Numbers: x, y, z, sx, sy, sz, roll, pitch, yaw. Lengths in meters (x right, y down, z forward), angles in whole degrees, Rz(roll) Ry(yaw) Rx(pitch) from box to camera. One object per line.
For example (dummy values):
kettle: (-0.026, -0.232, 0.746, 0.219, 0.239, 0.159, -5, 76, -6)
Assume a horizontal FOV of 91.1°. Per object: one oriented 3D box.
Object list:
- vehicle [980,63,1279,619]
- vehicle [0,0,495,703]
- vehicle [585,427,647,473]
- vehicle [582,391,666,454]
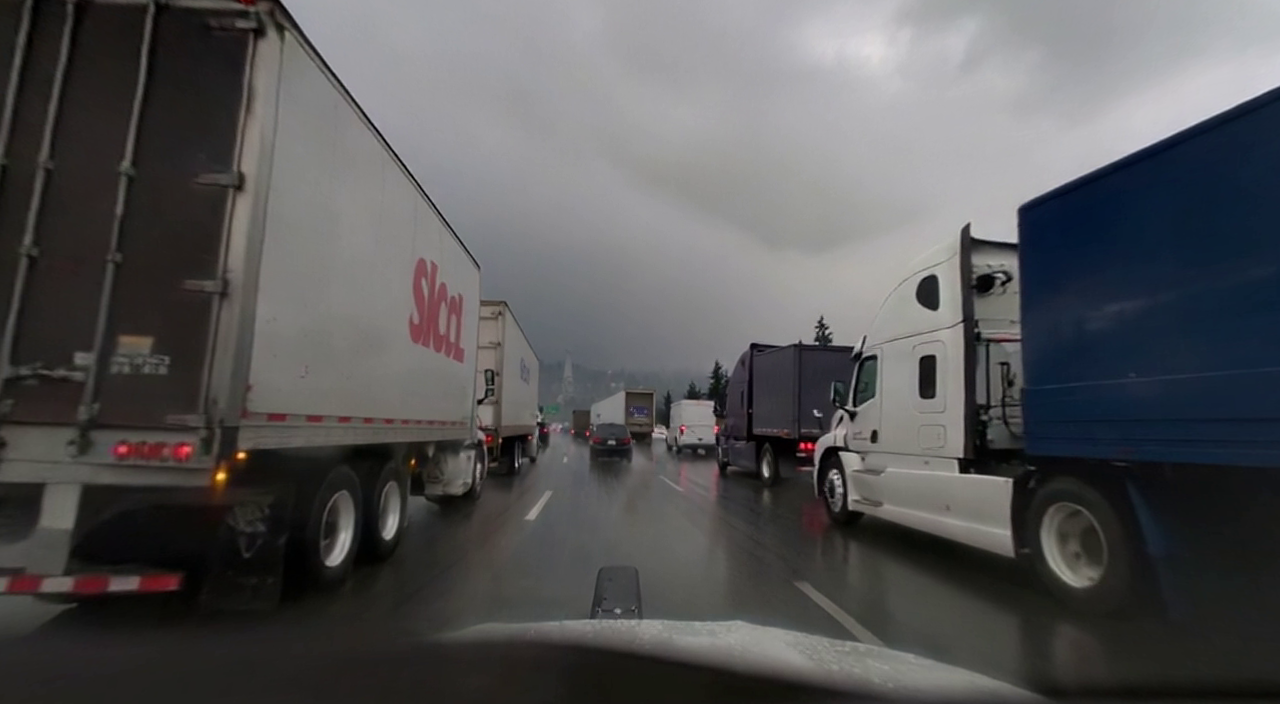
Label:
vehicle: (7.836, -0.593, 1.027, 2.820, 4.084, 13.786, 3, -8, -23)
vehicle: (-3.897, 0.358, 7.150, 2.822, 3.788, 8.799, 0, -8, -3)
vehicle: (-1.005, 3.638, 23.712, 2.060, 1.540, 4.374, 1, -8, -6)
vehicle: (-1.633, 5.527, 47.974, 2.899, 4.112, 13.912, 2, -8, -16)
